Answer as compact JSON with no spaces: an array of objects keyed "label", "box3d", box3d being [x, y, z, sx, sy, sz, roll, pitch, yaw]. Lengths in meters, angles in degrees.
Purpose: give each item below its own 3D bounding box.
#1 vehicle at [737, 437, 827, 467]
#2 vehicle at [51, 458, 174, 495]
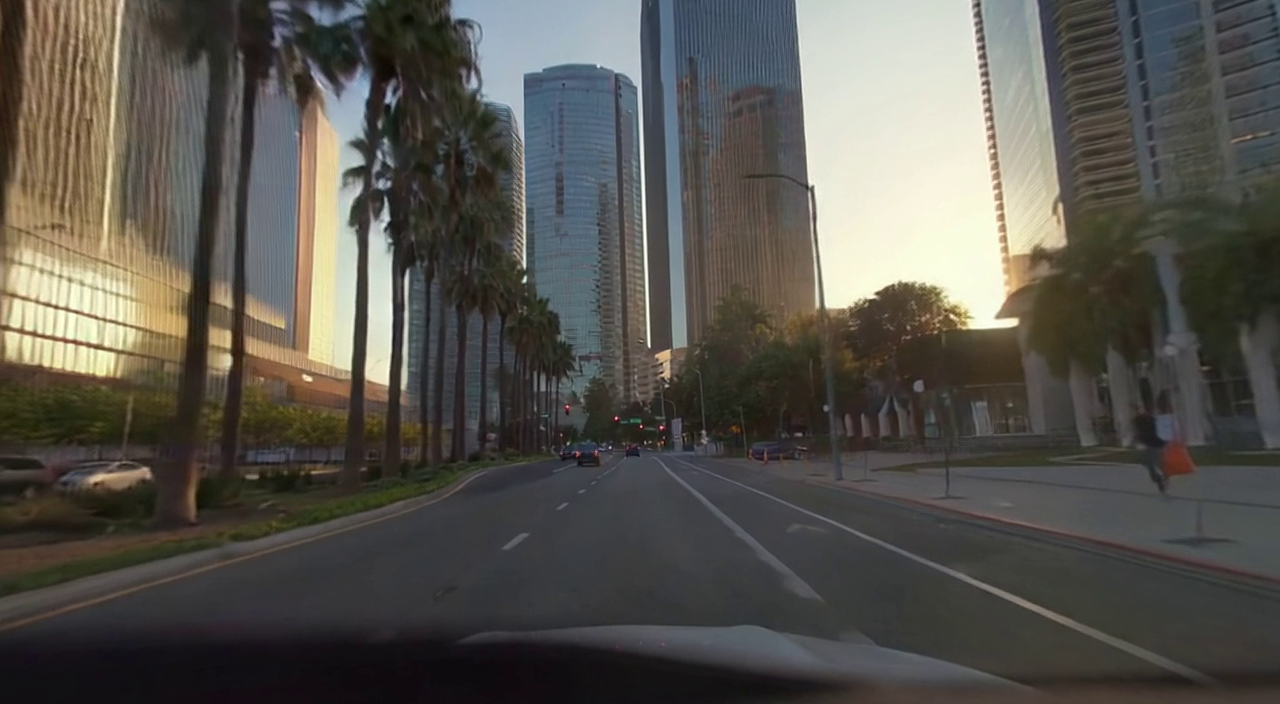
[{"label":"vehicle","box3d":[8.555,6.064,38.377,4.871,1.708,2.144,0,-9,-1]},{"label":"vehicle","box3d":[-23.940,5.645,28.936,1.751,1.424,4.506,0,-9,0]}]
